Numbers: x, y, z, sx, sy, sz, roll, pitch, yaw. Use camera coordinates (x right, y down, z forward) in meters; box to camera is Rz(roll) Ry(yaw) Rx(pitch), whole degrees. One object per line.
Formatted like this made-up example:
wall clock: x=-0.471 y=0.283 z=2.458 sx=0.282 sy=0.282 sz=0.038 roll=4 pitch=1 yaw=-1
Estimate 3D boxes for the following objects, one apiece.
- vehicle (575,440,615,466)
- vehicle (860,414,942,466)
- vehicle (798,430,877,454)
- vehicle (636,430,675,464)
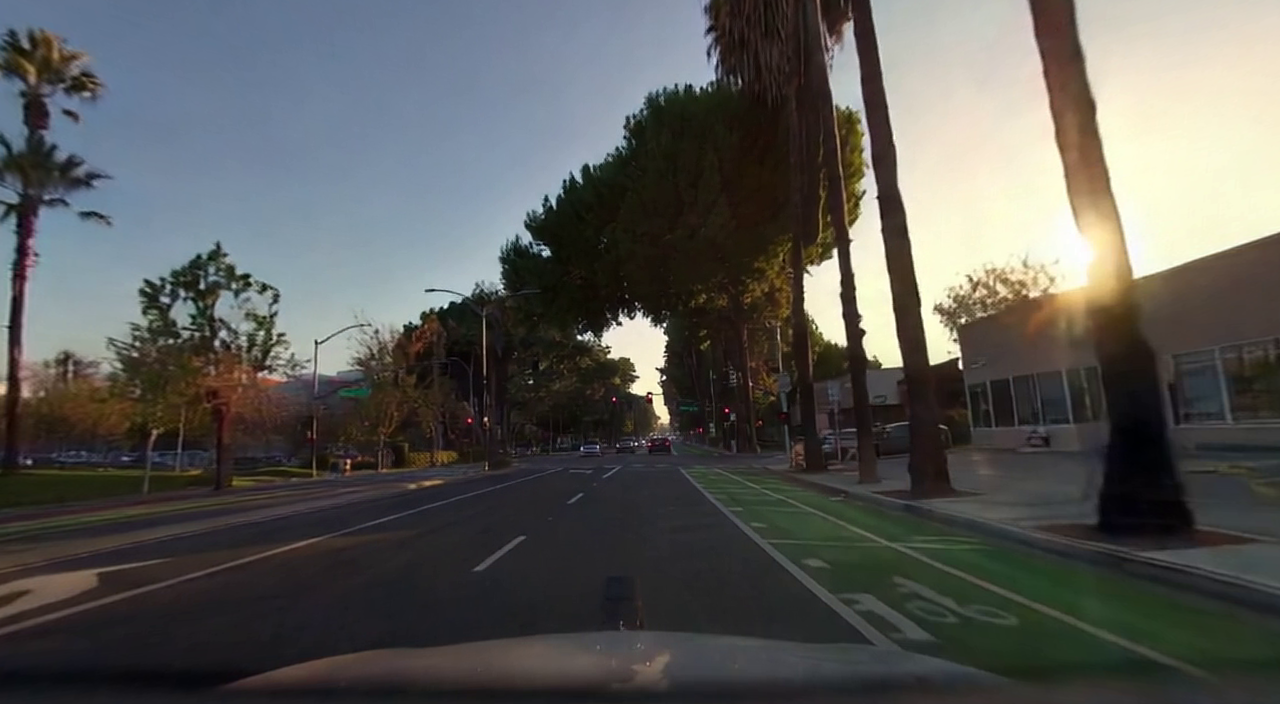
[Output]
vehicle: x=-2.588 y=5.964 z=37.467 sx=1.969 sy=1.481 sz=3.868 roll=-1 pitch=-8 yaw=2
vehicle: x=11.928 y=4.100 z=29.296 sx=1.996 sy=2.172 sz=5.298 roll=-1 pitch=-8 yaw=6
vehicle: x=13.458 y=6.151 z=43.264 sx=4.685 sy=1.554 sz=2.019 roll=-1 pitch=-8 yaw=2
vehicle: x=0.924 y=5.739 z=38.166 sx=2.206 sy=1.922 sz=4.262 roll=0 pitch=-8 yaw=1
